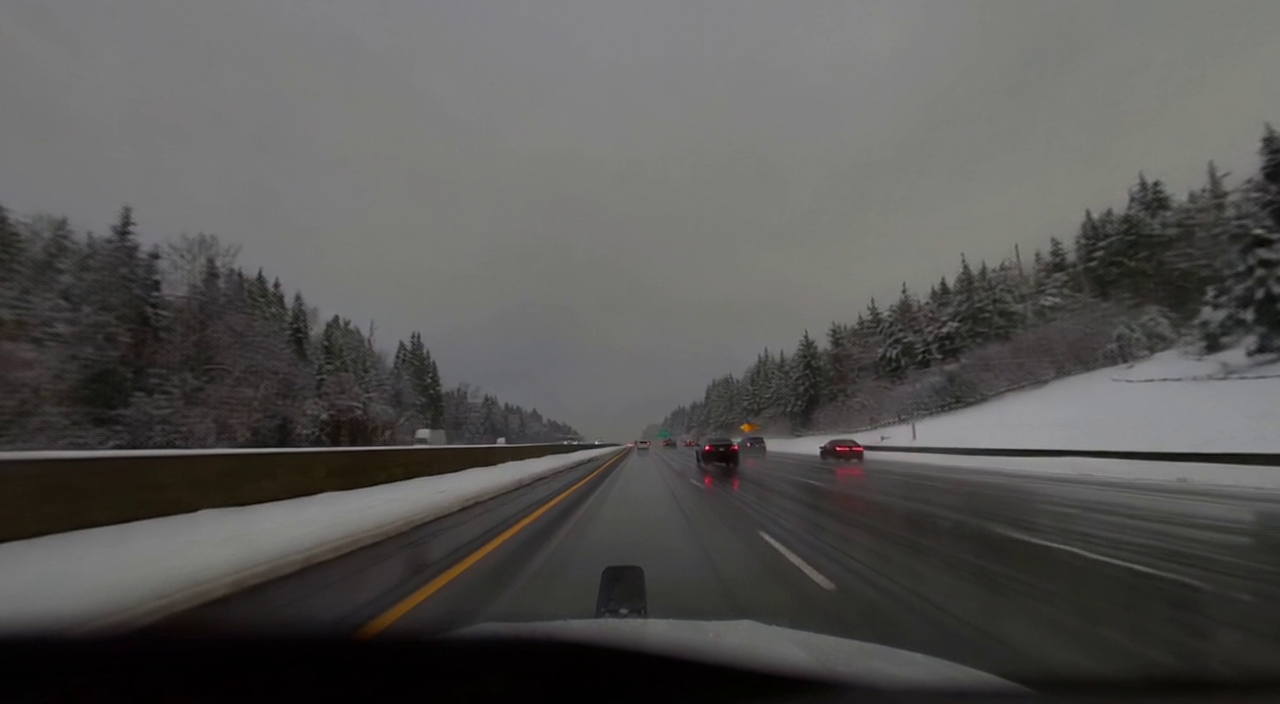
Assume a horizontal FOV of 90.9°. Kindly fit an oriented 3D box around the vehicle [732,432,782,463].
[{"bbox_3d":[7.158,5.895,38.935,2.178,1.749,4.570,0,-8,0],"label":"vehicle"}]

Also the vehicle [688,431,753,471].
[{"bbox_3d":[3.554,4.475,28.629,2.326,1.644,4.206,0,-8,-1],"label":"vehicle"}]

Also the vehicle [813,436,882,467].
[{"bbox_3d":[10.481,5.055,32.180,1.970,1.479,4.480,0,-8,0],"label":"vehicle"}]
